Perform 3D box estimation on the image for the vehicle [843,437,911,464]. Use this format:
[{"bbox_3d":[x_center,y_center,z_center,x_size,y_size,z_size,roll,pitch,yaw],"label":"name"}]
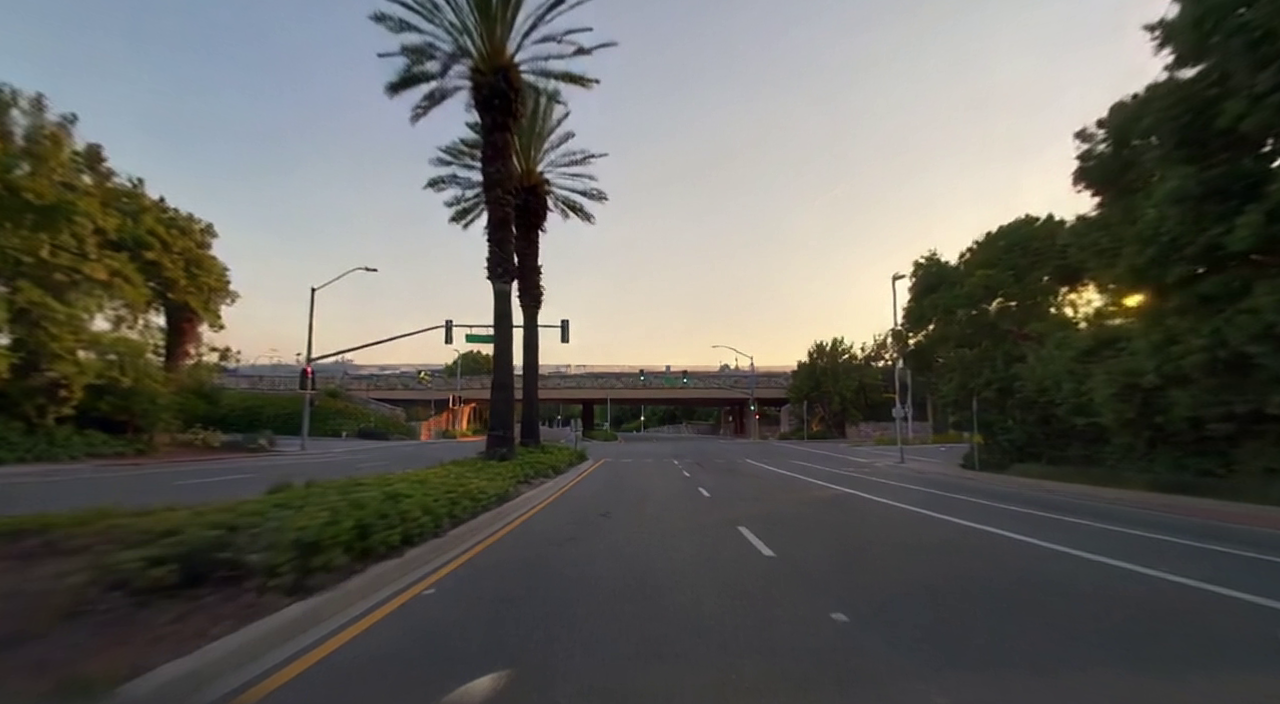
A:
[{"bbox_3d":[13.681,5.642,36.248,1.982,1.436,4.556,-8,-12,42],"label":"vehicle"}]
